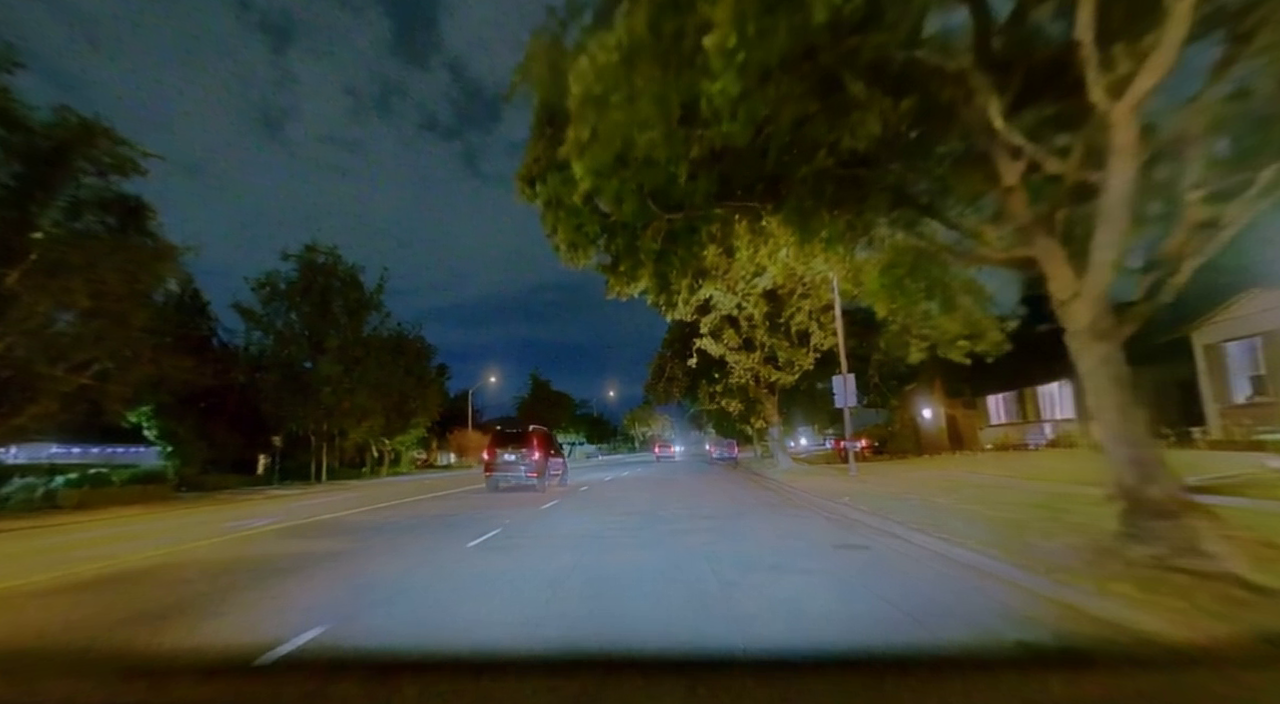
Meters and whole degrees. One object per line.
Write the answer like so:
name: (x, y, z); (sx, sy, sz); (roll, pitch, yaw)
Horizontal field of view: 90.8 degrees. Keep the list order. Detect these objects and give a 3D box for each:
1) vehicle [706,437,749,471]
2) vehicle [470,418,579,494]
vehicle: (4.641, 5.392, 33.598); (2.040, 1.643, 4.446); (-1, -9, 8)
vehicle: (-3.457, 3.259, 20.154); (2.085, 2.084, 5.133); (-1, -8, 5)
